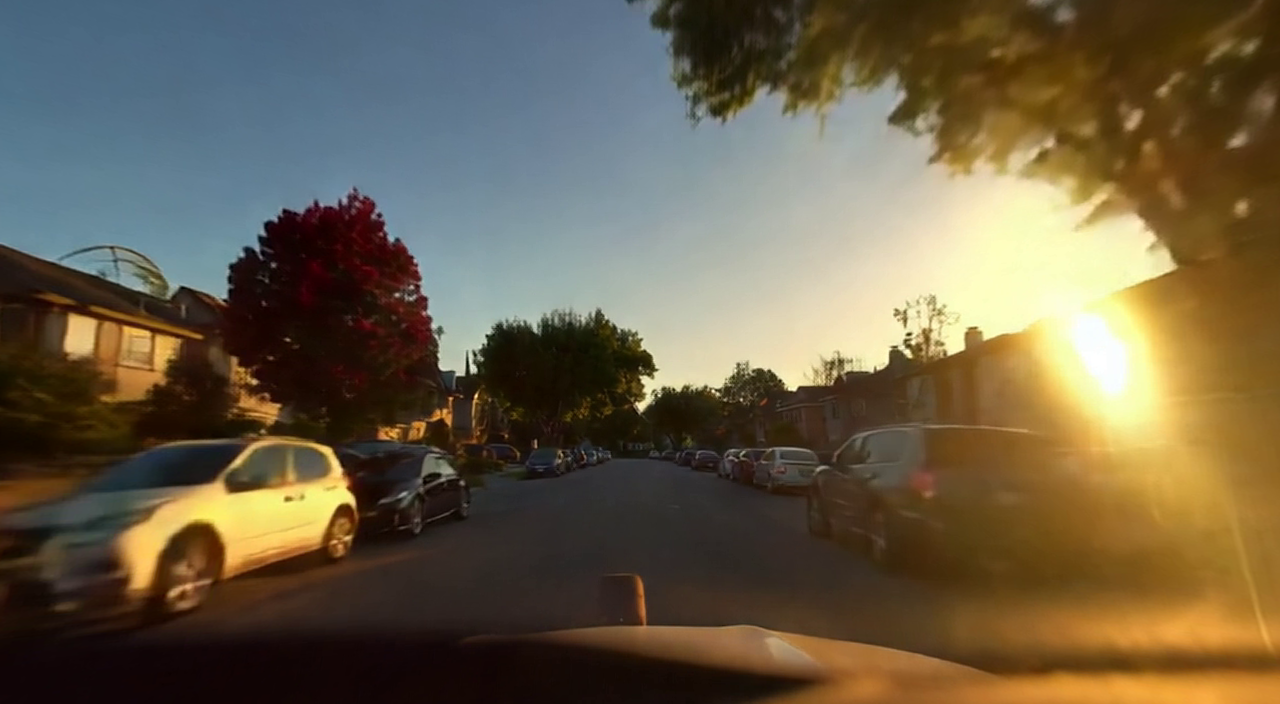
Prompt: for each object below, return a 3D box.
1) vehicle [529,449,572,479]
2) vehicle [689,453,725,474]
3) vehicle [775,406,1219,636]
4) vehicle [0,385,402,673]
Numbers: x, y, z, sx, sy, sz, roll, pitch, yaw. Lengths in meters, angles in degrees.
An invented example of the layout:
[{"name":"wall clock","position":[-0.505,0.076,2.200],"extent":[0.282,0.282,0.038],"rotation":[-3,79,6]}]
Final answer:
[{"name":"vehicle","position":[-4.972,6.258,35.507],"extent":[1.983,1.579,3.879],"rotation":[1,-9,-2]},{"name":"vehicle","position":[4.784,8.045,45.648],"extent":[1.847,1.448,4.162],"rotation":[0,-9,-3]},{"name":"vehicle","position":[3.720,1.860,8.395],"extent":[2.415,1.963,5.688],"rotation":[0,-8,-2]},{"name":"vehicle","position":[-4.748,1.630,7.103],"extent":[2.094,1.927,5.573],"rotation":[1,-9,-2]}]
